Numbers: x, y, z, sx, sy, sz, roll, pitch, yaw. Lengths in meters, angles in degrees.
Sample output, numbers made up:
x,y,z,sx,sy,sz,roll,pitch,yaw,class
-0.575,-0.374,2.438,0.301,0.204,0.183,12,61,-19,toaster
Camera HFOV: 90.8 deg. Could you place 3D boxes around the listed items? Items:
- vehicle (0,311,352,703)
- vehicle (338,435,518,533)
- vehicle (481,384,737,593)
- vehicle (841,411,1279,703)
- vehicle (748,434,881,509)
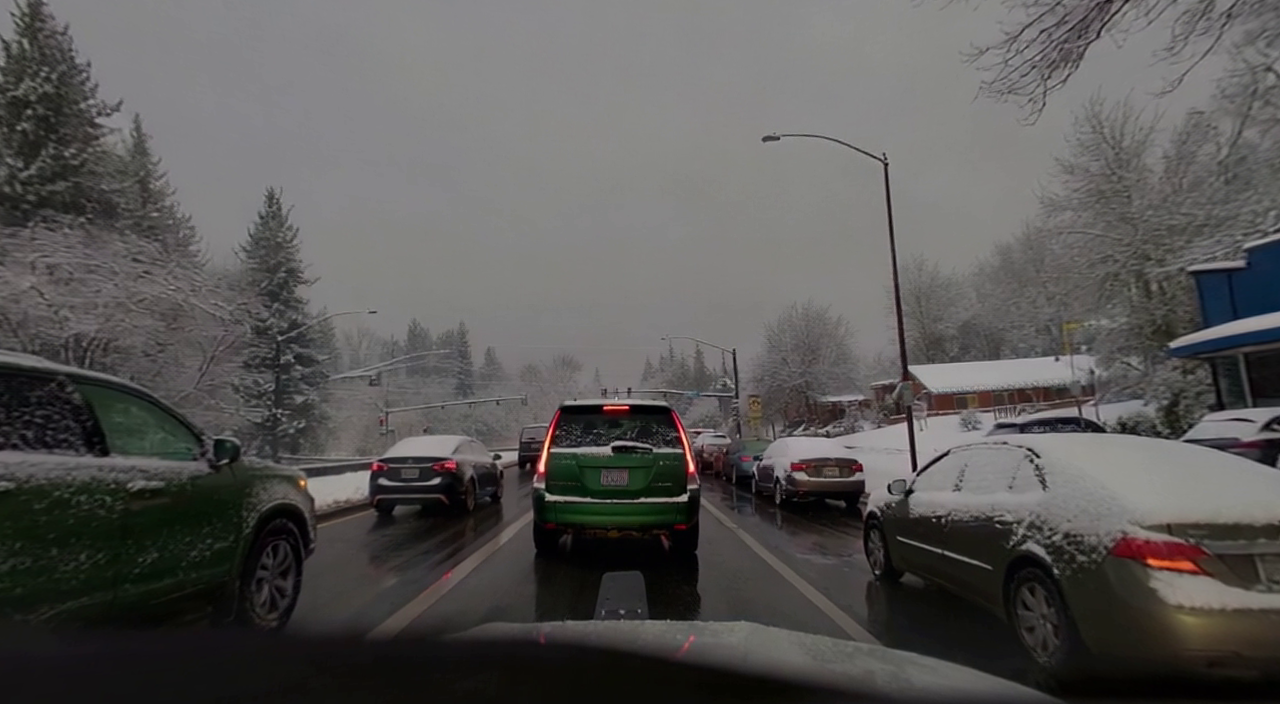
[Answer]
x,y,z,sx,sy,sz,roll,pitch,yaw,class
-3.604,0.879,3.129,2.231,1.853,4.461,0,-9,0,vehicle
-3.585,2.298,11.605,1.849,1.451,4.218,0,-9,0,vehicle
-0.305,1.507,7.717,2.238,1.825,4.190,0,-9,-1,vehicle
3.372,1.356,5.252,1.900,1.477,4.352,0,-9,-1,vehicle
3.937,2.768,15.078,1.875,1.521,4.192,0,-9,-2,vehicle
